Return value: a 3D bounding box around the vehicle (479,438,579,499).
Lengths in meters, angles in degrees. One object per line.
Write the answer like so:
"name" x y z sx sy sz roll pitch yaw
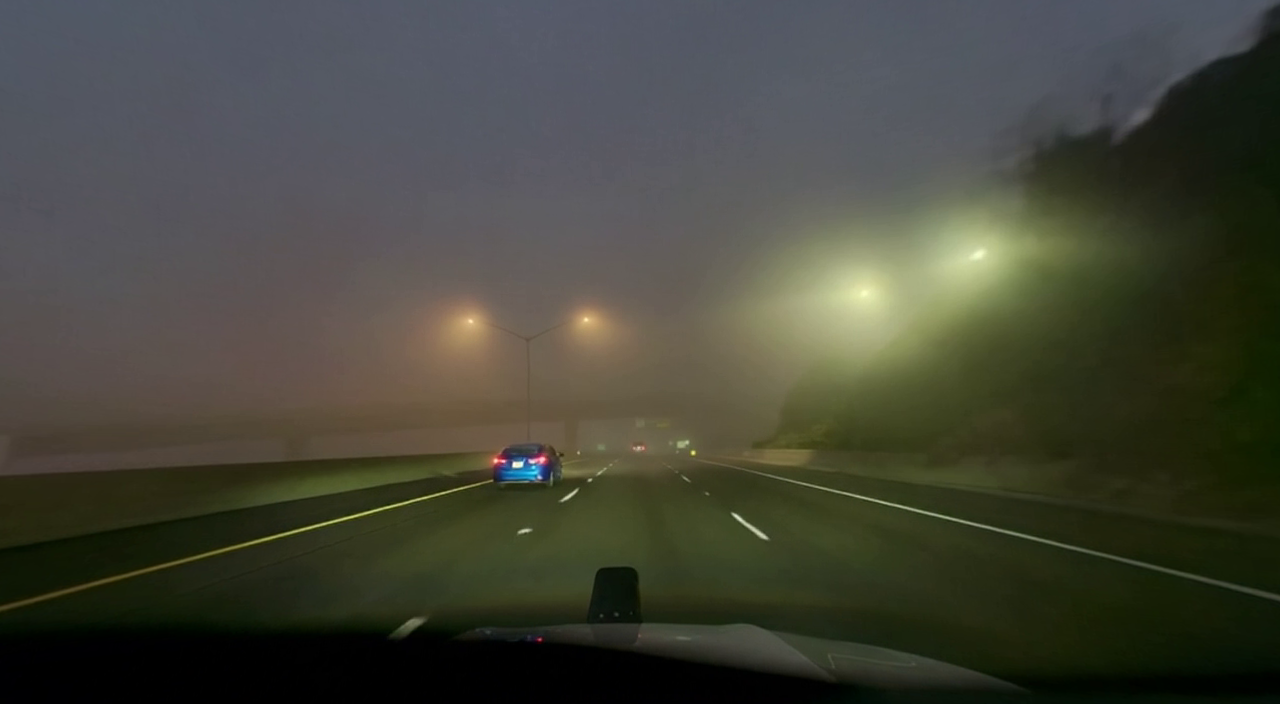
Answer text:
"vehicle" -3.079 3.331 18.538 2.029 1.557 4.570 0 -8 1
